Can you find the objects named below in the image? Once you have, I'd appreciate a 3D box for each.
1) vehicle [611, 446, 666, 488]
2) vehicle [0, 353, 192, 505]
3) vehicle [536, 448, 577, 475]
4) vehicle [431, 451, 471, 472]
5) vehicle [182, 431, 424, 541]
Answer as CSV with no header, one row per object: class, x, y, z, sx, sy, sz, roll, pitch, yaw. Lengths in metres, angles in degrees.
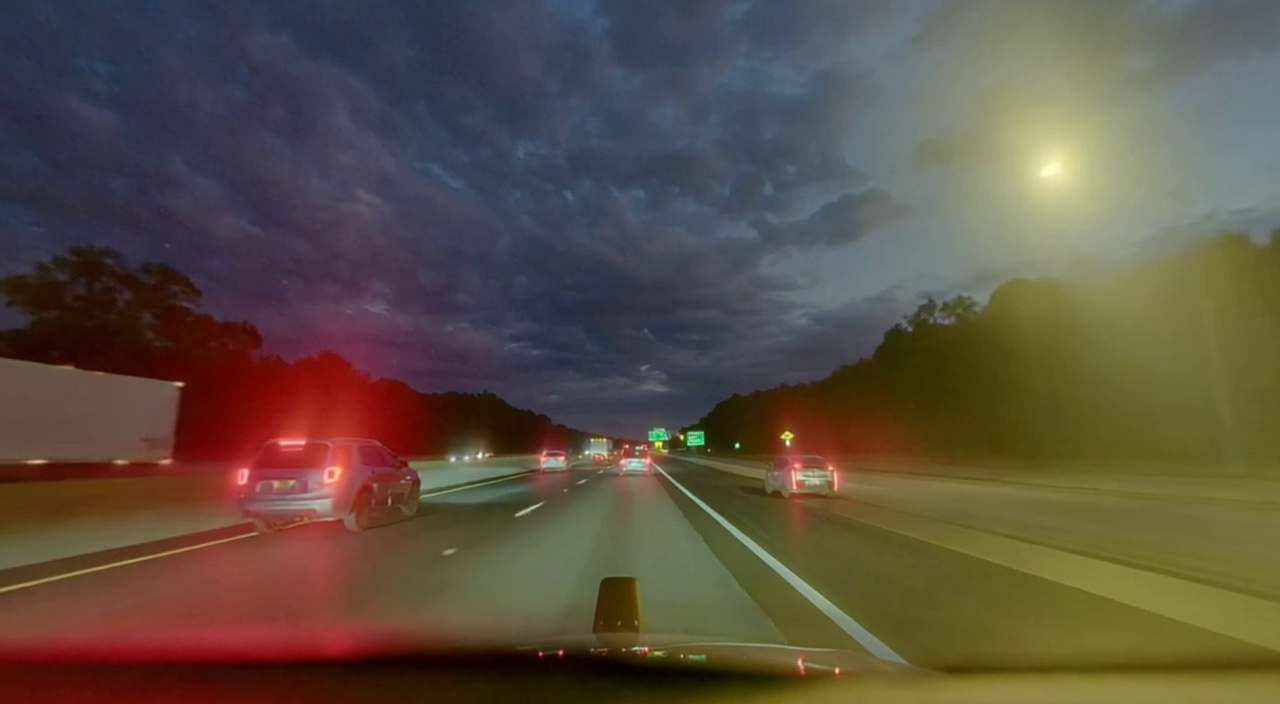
vehicle,-0.067,4.352,24.047,1.940,1.451,3.512,0,-9,-1
vehicle,-17.881,1.899,15.630,2.886,3.856,14.490,0,-9,0
vehicle,-4.917,6.494,37.464,1.892,1.481,4.180,0,-9,0
vehicle,-13.280,7.725,44.346,1.688,1.389,3.649,0,-9,0
vehicle,-5.778,2.338,11.545,2.058,1.626,4.118,-1,-9,2
